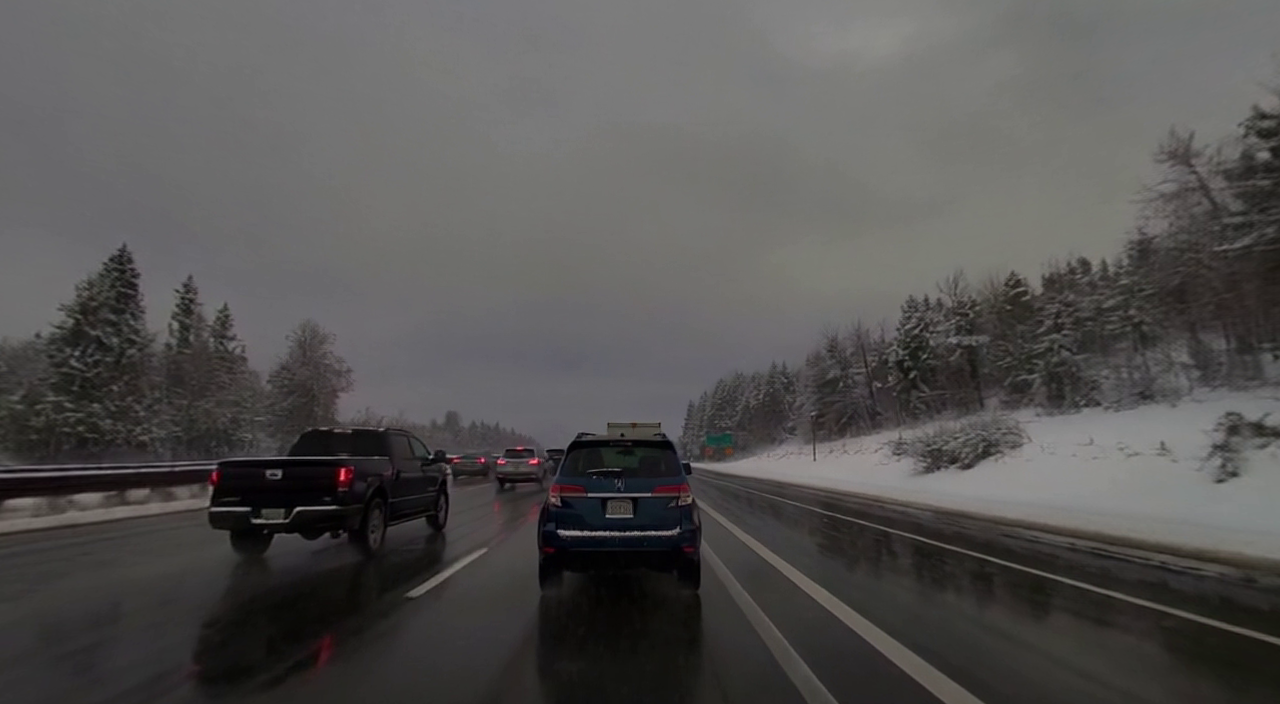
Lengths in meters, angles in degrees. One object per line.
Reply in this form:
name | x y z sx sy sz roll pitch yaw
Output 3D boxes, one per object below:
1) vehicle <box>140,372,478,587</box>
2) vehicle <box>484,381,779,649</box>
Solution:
vehicle | -3.949 1.643 8.811 2.055 2.144 4.782 0 -9 0
vehicle | -0.086 1.365 6.069 1.995 1.798 3.380 0 -9 -1
